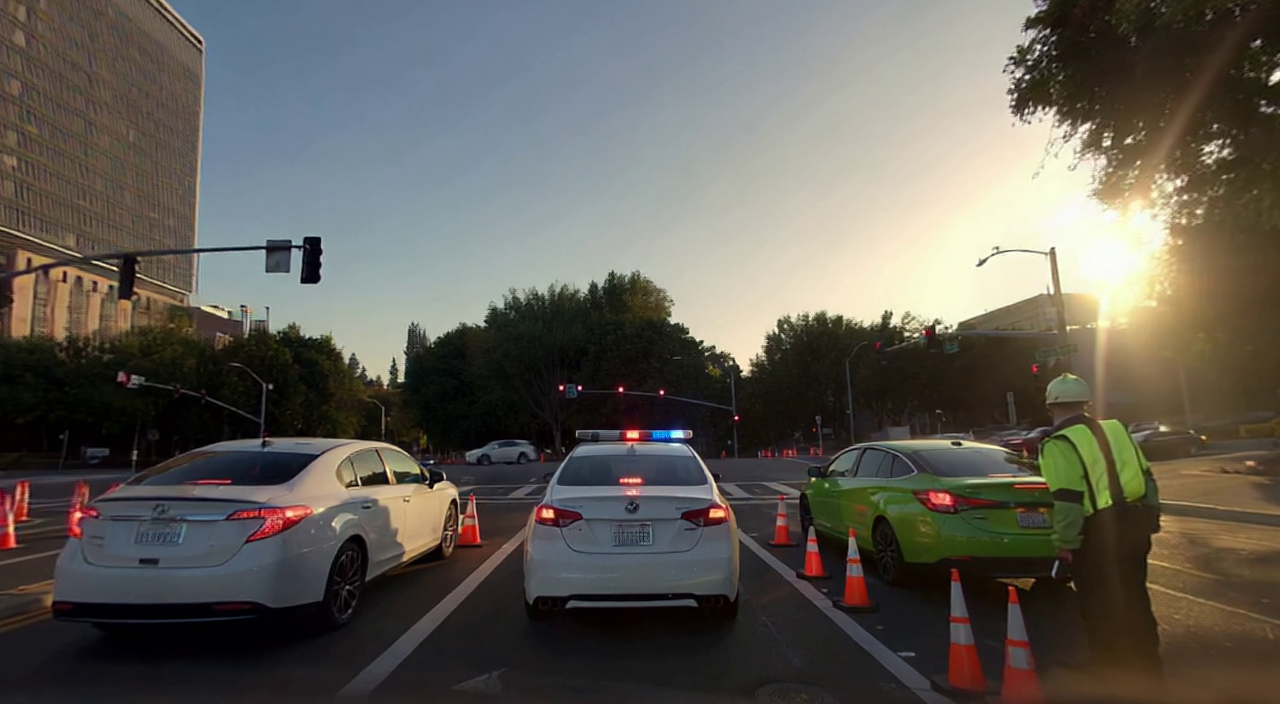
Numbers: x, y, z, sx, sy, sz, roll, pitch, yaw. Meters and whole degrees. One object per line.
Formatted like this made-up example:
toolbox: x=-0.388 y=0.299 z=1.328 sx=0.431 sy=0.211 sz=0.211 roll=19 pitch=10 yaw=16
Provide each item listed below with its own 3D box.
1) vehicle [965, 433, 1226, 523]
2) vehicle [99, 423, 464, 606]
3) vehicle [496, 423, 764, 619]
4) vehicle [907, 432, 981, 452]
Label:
vehicle: x=9.359 y=2.586 z=13.595 sx=1.957 sy=1.576 sz=4.670 roll=0 pitch=-9 yaw=-3
vehicle: x=-3.607 y=1.680 z=7.387 sx=1.863 sy=1.526 sz=4.006 roll=0 pitch=-8 yaw=1
vehicle: x=-0.123 y=1.631 z=7.102 sx=2.061 sy=1.486 sz=4.332 roll=0 pitch=-8 yaw=-1
vehicle: x=24.039 y=7.132 z=49.852 sx=4.827 sy=1.484 sz=1.883 roll=0 pitch=-9 yaw=1
